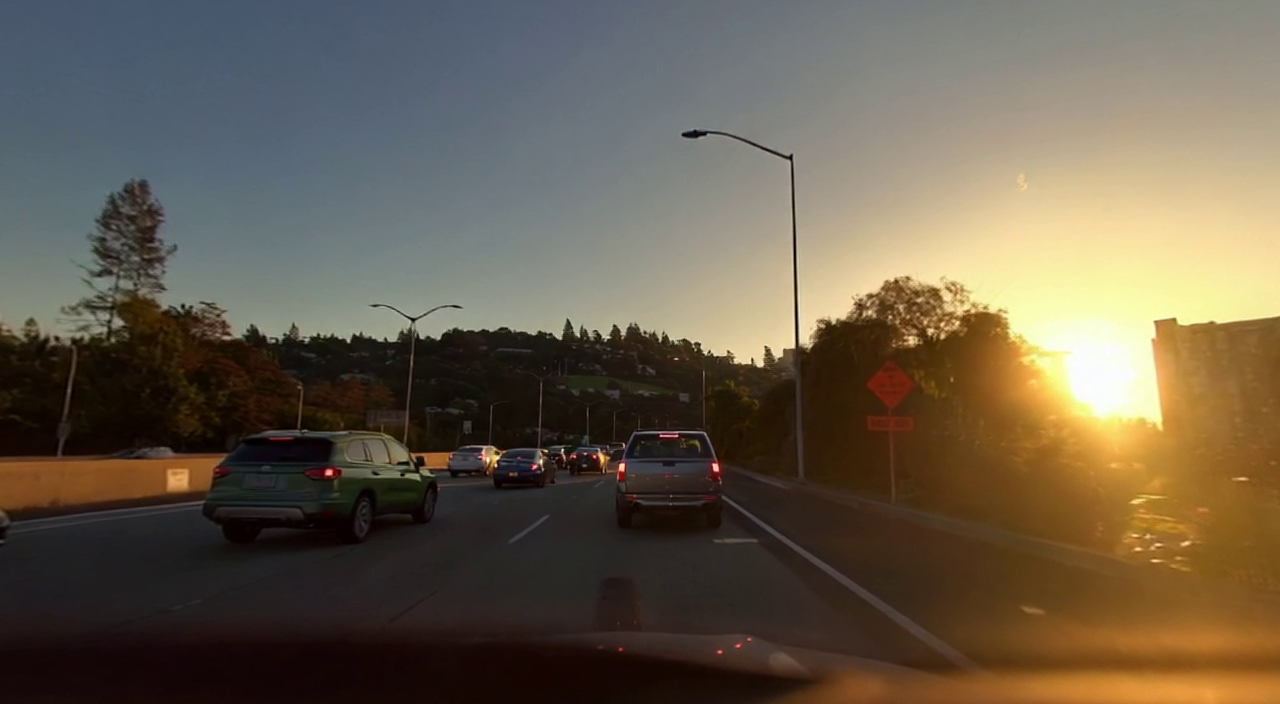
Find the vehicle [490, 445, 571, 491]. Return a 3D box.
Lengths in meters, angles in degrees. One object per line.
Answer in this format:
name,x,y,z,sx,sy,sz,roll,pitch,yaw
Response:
vehicle,-3.733,4.027,22.305,1.868,1.470,4.105,-1,-9,4

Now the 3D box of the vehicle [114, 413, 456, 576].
vehicle,-4.413,1.834,8.913,2.076,1.688,4.334,-1,-9,4

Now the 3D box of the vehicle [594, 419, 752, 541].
vehicle,0.513,2.160,11.269,2.235,1.716,4.435,0,-9,1
